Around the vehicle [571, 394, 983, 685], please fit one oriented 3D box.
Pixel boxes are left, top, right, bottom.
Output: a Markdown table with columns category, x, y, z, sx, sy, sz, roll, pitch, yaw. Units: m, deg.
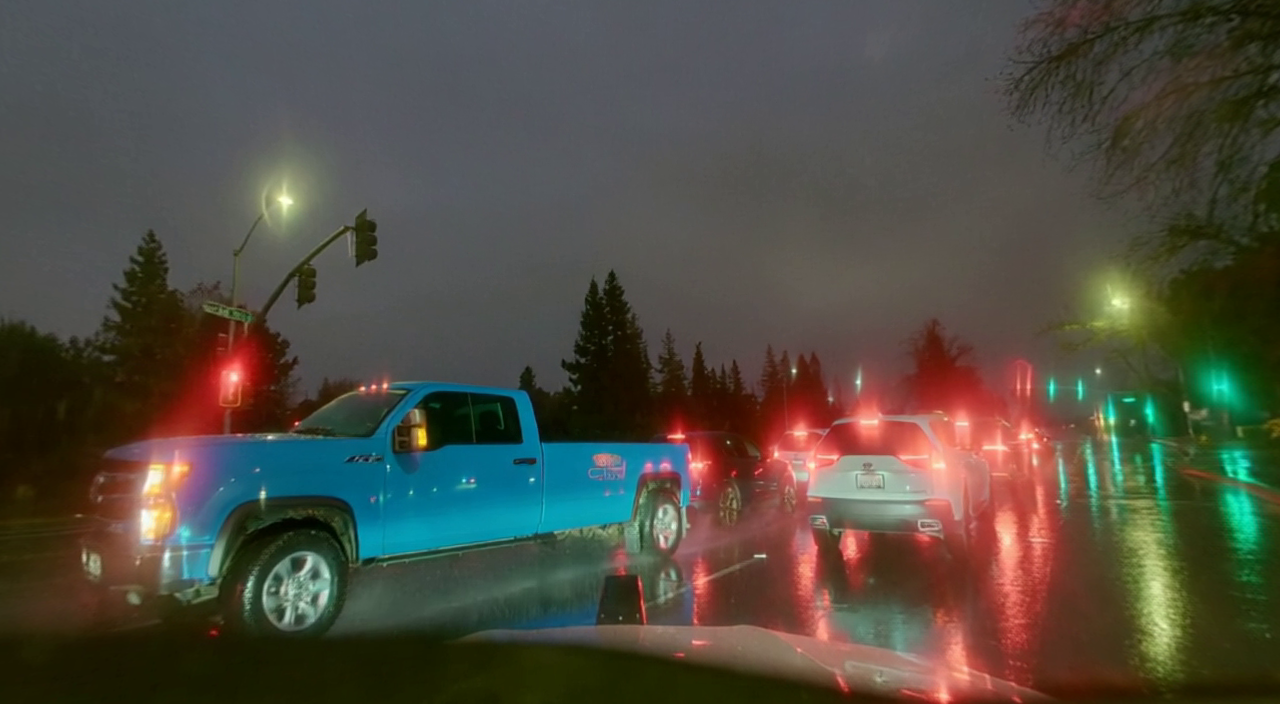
| category | x | y | z | sx | sy | sz | roll | pitch | yaw |
| --- | --- | --- | --- | --- | --- | --- | --- | --- | --- |
| vehicle | 1.718 | 1.378 | 5.990 | 2.027 | 1.549 | 4.801 | -6 | -10 | 35 |

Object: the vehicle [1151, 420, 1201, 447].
| category | x | y | z | sx | sy | sz | roll | pitch | yaw |
| --- | --- | --- | --- | --- | --- | --- | --- | --- | --- |
| vehicle | 35.762 | 5.479 | 42.194 | 2.183 | 1.714 | 4.491 | -7 | -11 | 37 |

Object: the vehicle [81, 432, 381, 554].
| category | x | y | z | sx | sy | sz | roll | pitch | yaw |
| --- | --- | --- | --- | --- | --- | --- | --- | --- | --- |
| vehicle | -8.347 | 2.797 | 13.446 | 2.174 | 2.057 | 4.738 | -6 | -10 | 33 |

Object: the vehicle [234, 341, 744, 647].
| category | x | y | z | sx | sy | sz | roll | pitch | yaw |
| --- | --- | --- | --- | --- | --- | --- | --- | --- | --- |
| vehicle | -0.877 | 1.398 | 7.463 | 2.272 | 2.016 | 6.146 | -5 | -10 | 27 |

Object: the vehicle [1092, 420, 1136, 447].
| category | x | y | z | sx | sy | sz | roll | pitch | yaw |
| --- | --- | --- | --- | --- | --- | --- | --- | --- | --- |
| vehicle | 32.792 | 5.677 | 43.726 | 2.160 | 1.790 | 4.303 | -6 | -10 | 35 |
